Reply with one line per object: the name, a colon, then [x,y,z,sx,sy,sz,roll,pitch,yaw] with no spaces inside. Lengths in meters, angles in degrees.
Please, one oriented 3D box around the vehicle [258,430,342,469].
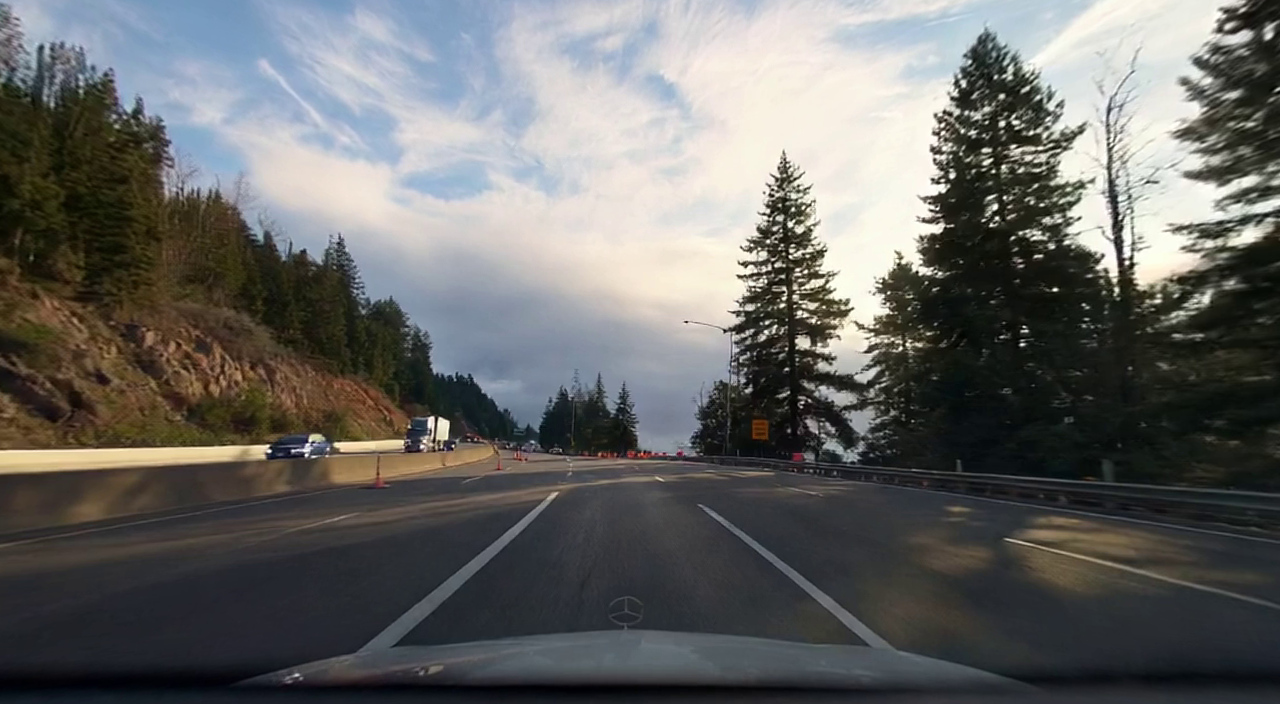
vehicle: [-17.921,5.172,33.547,1.991,1.881,4.980,1,-9,-4]
